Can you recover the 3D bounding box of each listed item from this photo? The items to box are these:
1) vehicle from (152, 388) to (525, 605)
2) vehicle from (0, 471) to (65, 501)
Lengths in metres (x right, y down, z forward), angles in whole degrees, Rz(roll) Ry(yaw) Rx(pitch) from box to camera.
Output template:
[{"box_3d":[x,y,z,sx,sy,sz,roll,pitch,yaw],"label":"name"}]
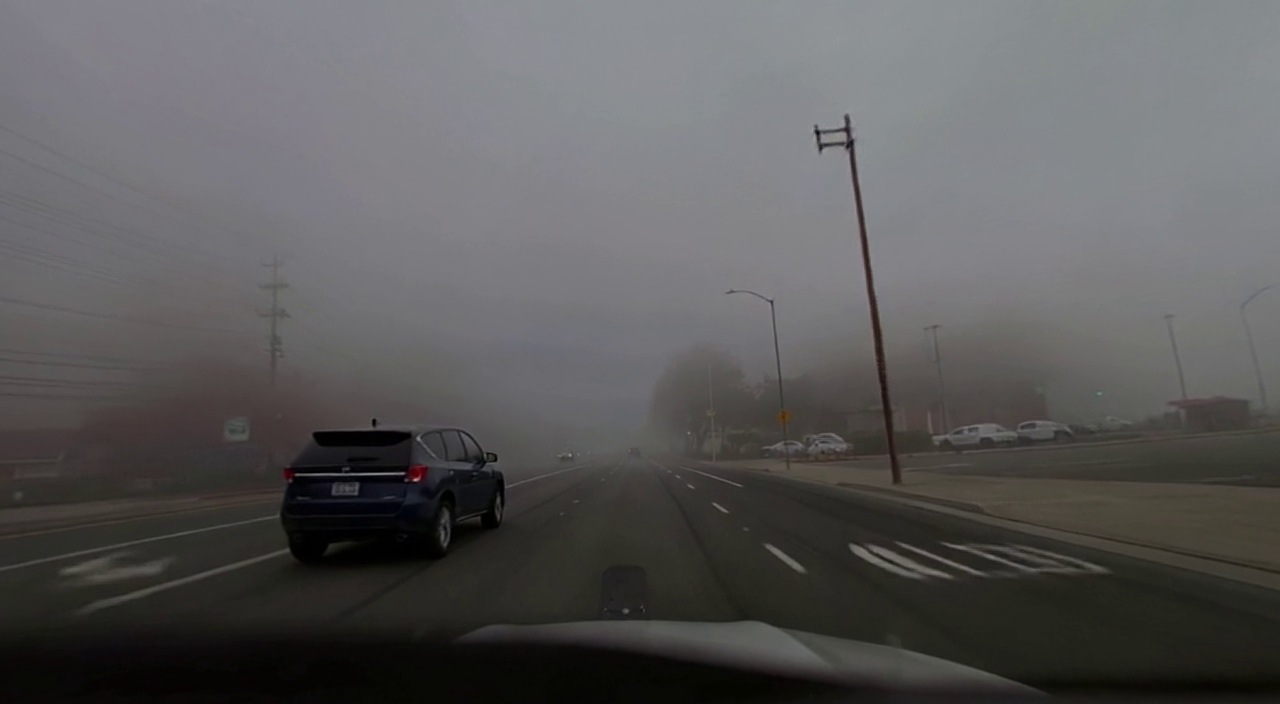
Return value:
[{"box_3d":[-3.034,1.600,7.859,2.190,1.844,4.751,0,-9,1],"label":"vehicle"},{"box_3d":[-44.354,9.414,44.414,5.146,1.938,2.144,2,-11,-5],"label":"vehicle"}]
